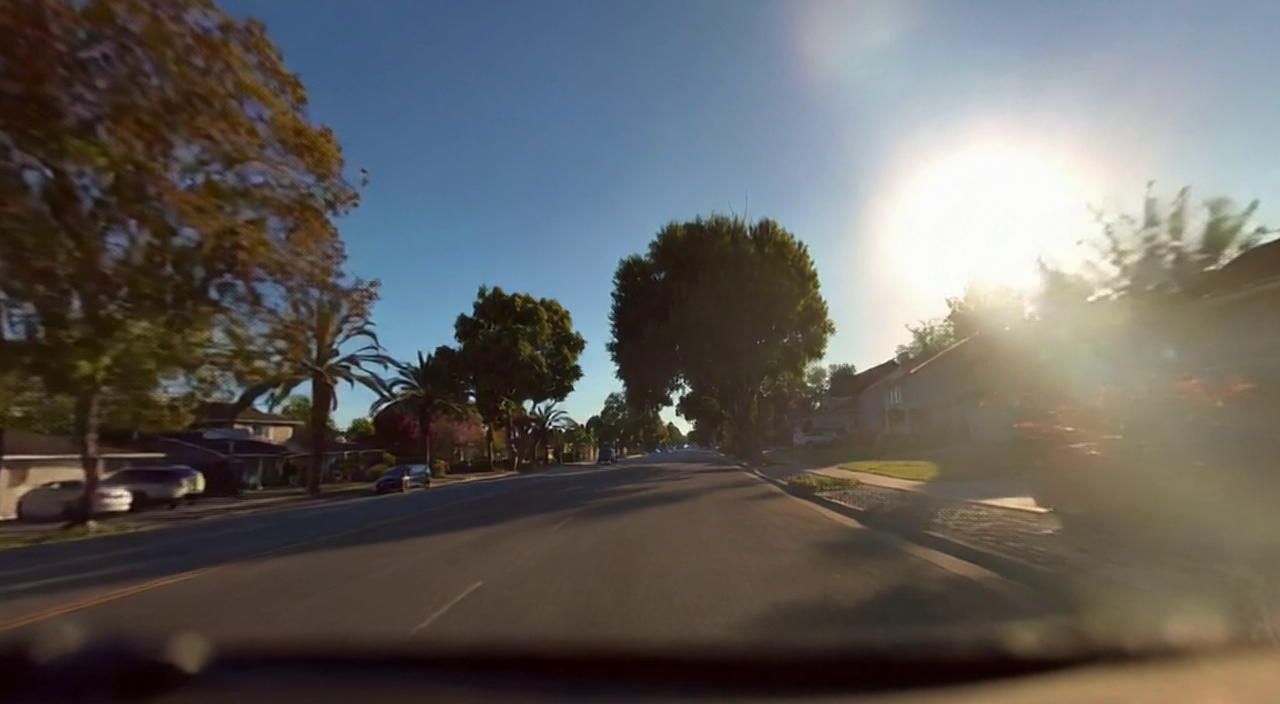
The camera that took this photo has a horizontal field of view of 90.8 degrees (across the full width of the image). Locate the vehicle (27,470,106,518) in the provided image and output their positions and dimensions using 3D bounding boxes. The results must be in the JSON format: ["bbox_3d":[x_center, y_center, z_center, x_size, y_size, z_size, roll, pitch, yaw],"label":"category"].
[{"bbox_3d":[-22.490,5.457,24.703,4.461,1.477,1.862,-8,-11,43],"label":"vehicle"}]

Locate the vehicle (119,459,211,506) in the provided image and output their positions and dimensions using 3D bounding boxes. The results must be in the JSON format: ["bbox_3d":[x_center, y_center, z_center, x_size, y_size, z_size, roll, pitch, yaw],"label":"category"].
[{"bbox_3d":[-22.187,6.054,29.768,2.075,1.846,4.684,2,-8,-20],"label":"vehicle"}]

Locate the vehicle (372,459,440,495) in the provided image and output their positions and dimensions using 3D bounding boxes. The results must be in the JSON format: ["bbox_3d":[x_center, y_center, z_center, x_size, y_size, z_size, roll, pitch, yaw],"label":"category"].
[{"bbox_3d":[-12.280,6.549,33.404,1.804,1.498,4.136,-5,-8,4],"label":"vehicle"}]
